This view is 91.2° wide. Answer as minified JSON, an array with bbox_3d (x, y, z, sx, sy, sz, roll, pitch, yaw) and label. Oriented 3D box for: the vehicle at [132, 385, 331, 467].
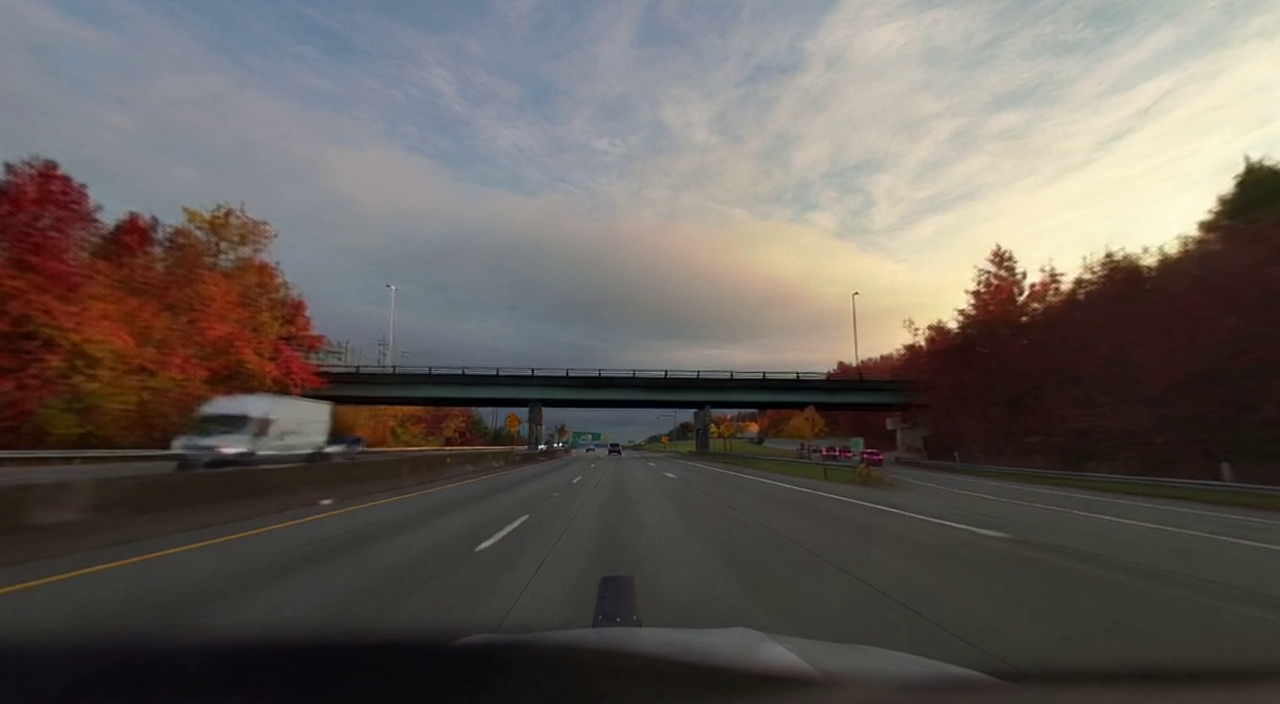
[{"bbox_3d":[-14.041,2.748,22.400,2.526,2.474,6.834,0,-9,0],"label":"vehicle"}]
